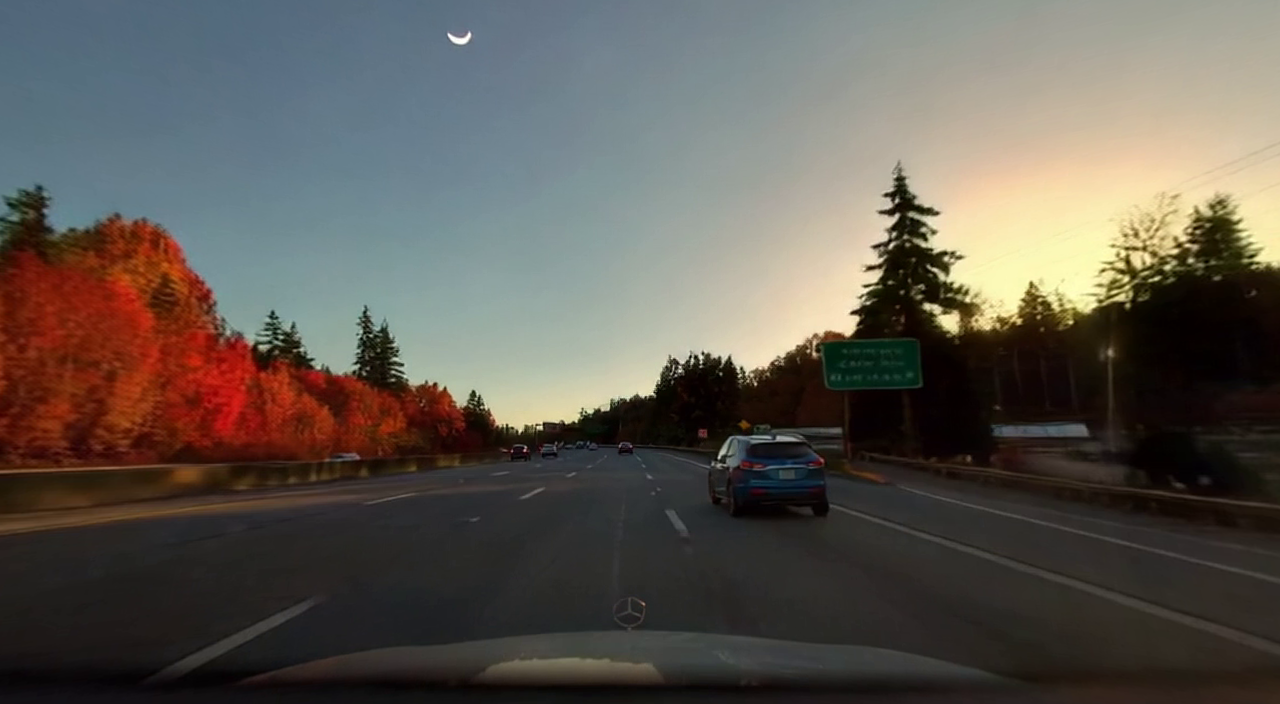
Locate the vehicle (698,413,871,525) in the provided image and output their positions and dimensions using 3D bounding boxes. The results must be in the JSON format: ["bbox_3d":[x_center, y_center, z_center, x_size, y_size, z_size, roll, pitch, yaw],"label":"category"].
[{"bbox_3d":[2.406,2.099,11.814,2.120,1.706,4.226,0,-8,-2],"label":"vehicle"}]
